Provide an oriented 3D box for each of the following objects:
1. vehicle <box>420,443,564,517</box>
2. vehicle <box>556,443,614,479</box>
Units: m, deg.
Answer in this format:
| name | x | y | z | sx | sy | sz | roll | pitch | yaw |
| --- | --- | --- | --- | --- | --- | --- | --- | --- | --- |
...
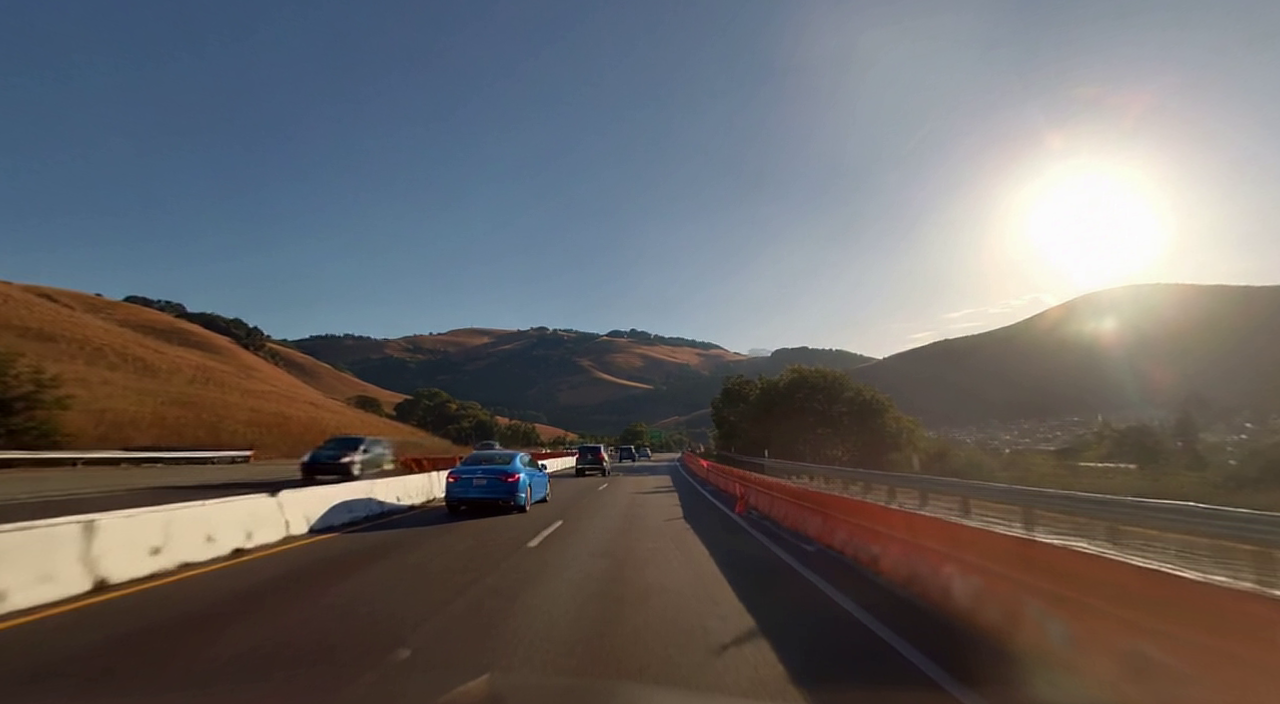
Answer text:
| name | x | y | z | sx | sy | sz | roll | pitch | yaw |
| --- | --- | --- | --- | --- | --- | --- | --- | --- | --- |
| vehicle | -2.957 | 2.665 | 13.573 | 2.061 | 1.330 | 3.928 | 0 | -9 | 1 |
| vehicle | -2.368 | 4.855 | 28.224 | 2.094 | 1.480 | 4.124 | 0 | -9 | 2 |
